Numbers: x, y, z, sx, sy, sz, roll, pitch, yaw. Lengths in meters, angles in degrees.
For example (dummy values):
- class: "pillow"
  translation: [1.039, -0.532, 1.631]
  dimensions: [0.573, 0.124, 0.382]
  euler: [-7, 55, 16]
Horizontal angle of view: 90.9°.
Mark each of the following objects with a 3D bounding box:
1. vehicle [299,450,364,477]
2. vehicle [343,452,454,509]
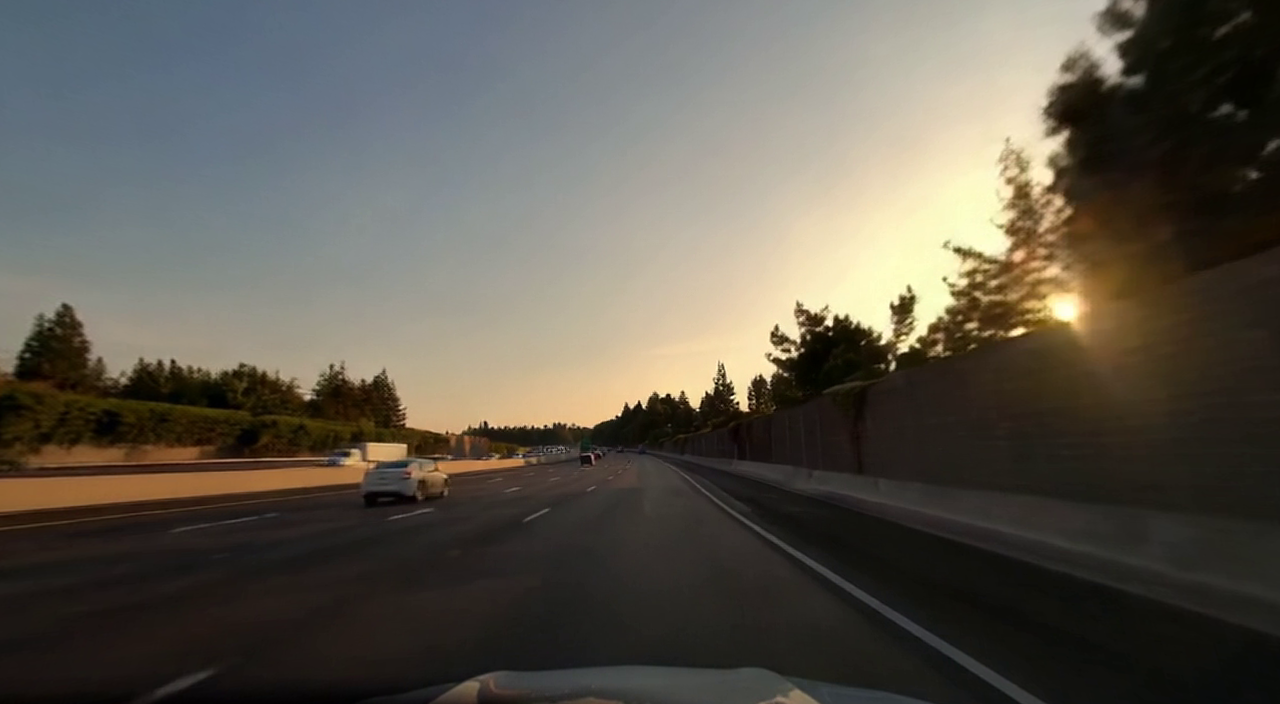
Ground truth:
- class: "vehicle"
  translation: [-21.844, 7.899, 44.830]
  dimensions: [2.228, 1.766, 4.662]
  euler: [0, -9, -1]
- class: "vehicle"
  translation: [-7.024, 3.735, 18.754]
  dimensions: [1.742, 1.494, 3.795]
  euler: [0, -9, 0]
